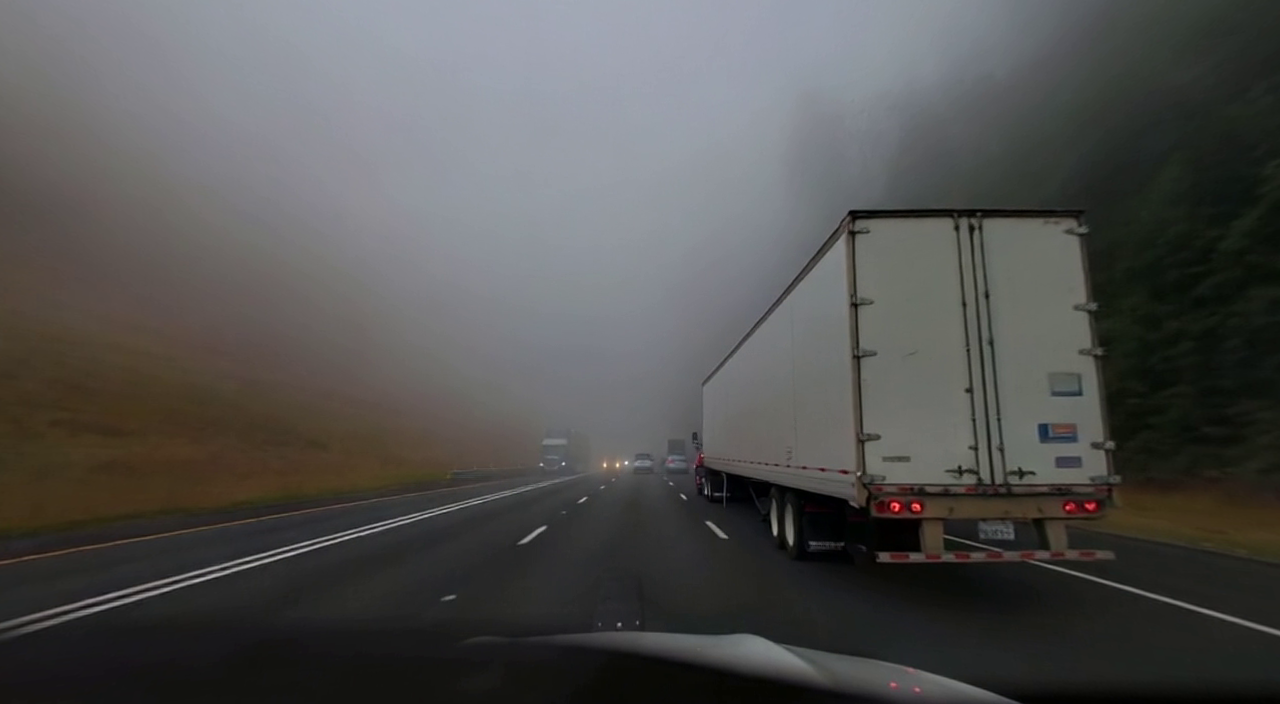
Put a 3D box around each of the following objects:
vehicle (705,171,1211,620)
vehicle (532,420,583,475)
[{"bbox_3d":[3.474,1.362,12.644,2.845,4.071,14.008,0,-9,0],"label":"vehicle"},{"bbox_3d":[-6.226,7.338,48.525,3.004,3.974,5.891,0,-9,1],"label":"vehicle"}]
